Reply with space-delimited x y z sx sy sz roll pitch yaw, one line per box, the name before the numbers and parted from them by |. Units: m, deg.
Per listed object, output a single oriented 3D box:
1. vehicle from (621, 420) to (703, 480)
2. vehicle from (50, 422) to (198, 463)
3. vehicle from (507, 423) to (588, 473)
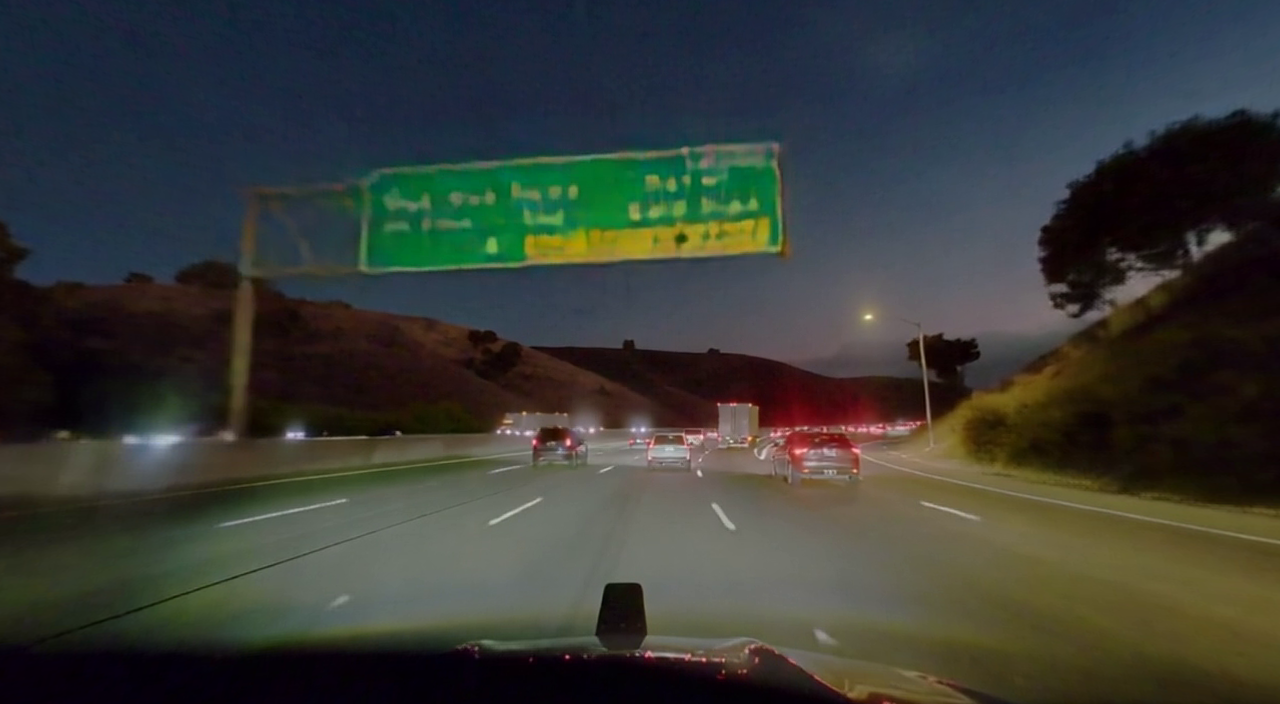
vehicle | 0.832 3.315 21.568 2.484 1.820 4.497 -1 -8 4
vehicle | -20.940 3.720 25.923 1.936 1.499 4.651 -1 -8 5
vehicle | -3.384 3.627 24.019 2.077 1.712 4.406 -1 -8 5
